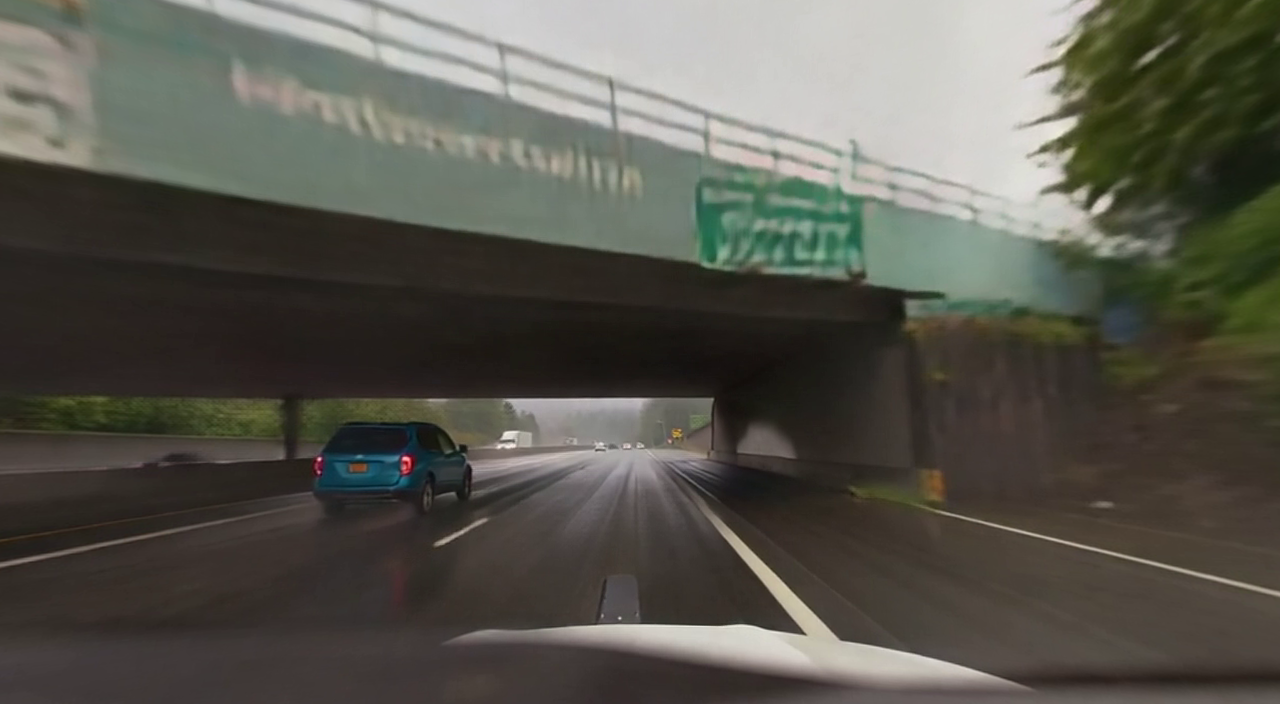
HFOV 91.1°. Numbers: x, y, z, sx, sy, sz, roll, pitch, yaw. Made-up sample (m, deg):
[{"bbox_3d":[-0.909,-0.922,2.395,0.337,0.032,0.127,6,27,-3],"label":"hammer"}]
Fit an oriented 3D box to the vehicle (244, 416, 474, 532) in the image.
[{"bbox_3d":[-4.691,2.093,11.390,2.125,1.662,4.336,0,-8,0],"label":"vehicle"}]
